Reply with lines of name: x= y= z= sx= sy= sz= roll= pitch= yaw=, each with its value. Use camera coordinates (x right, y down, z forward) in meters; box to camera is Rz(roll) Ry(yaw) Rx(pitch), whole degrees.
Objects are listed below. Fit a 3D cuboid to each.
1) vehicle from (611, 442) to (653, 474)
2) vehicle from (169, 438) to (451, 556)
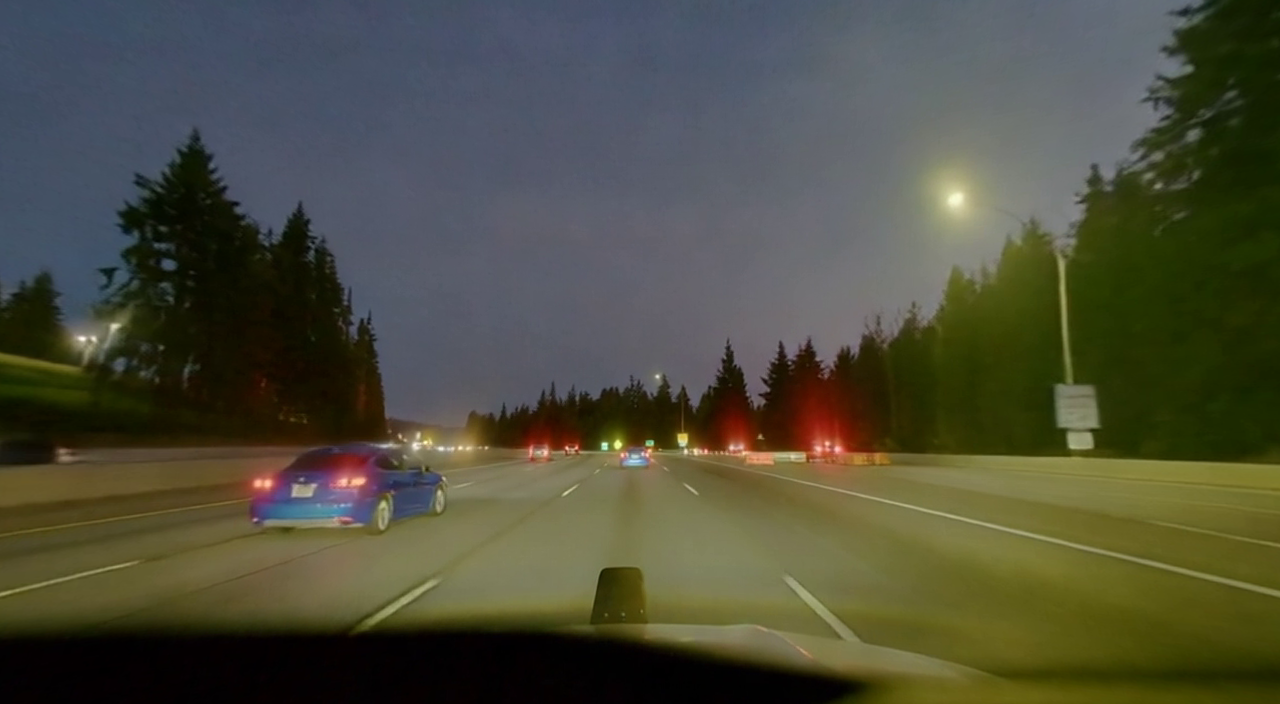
vehicle: x=-0.424 y=5.232 z=31.317 sx=1.963 sy=1.462 sz=4.681 roll=0 pitch=-8 yaw=-2
vehicle: x=-4.676 y=2.085 z=9.850 sx=2.001 sy=1.415 sz=4.360 roll=0 pitch=-8 yaw=1
